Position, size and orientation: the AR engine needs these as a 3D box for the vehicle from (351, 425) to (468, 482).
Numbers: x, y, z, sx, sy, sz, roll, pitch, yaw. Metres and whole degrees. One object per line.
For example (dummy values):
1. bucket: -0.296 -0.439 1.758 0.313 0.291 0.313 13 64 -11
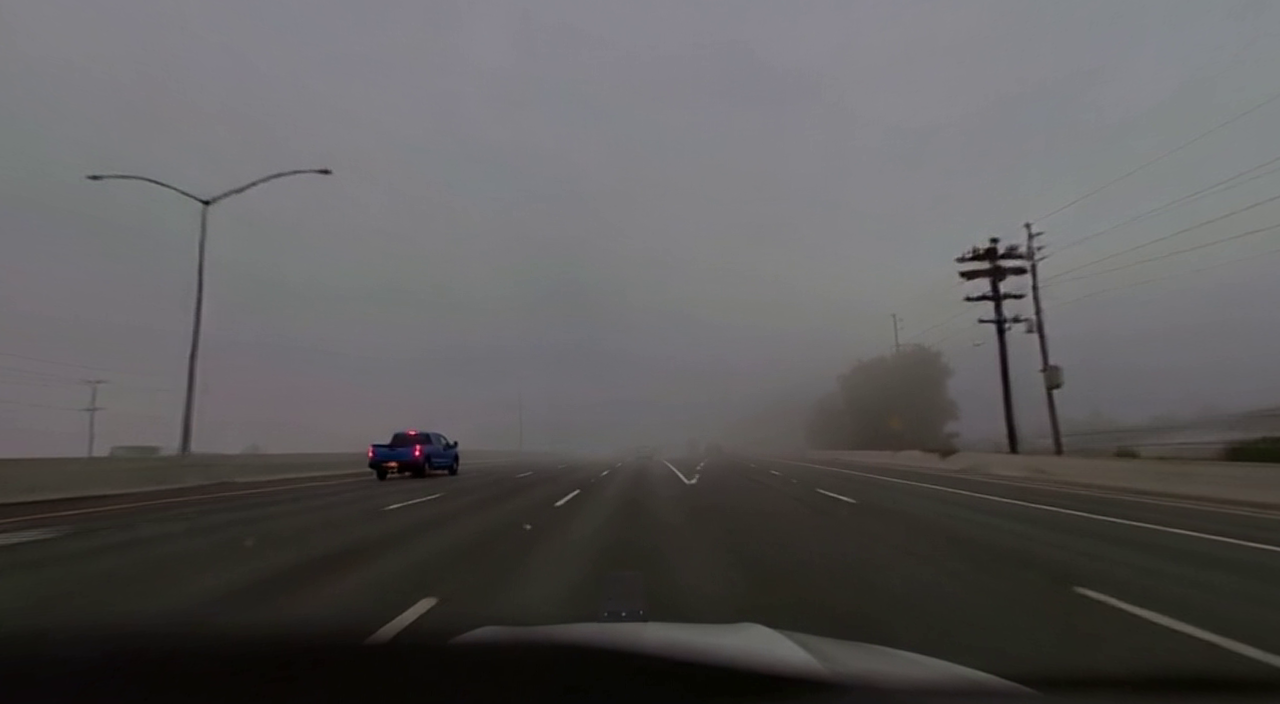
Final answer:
1. vehicle: -9.793 4.373 27.412 2.667 2.213 6.081 0 -8 1
